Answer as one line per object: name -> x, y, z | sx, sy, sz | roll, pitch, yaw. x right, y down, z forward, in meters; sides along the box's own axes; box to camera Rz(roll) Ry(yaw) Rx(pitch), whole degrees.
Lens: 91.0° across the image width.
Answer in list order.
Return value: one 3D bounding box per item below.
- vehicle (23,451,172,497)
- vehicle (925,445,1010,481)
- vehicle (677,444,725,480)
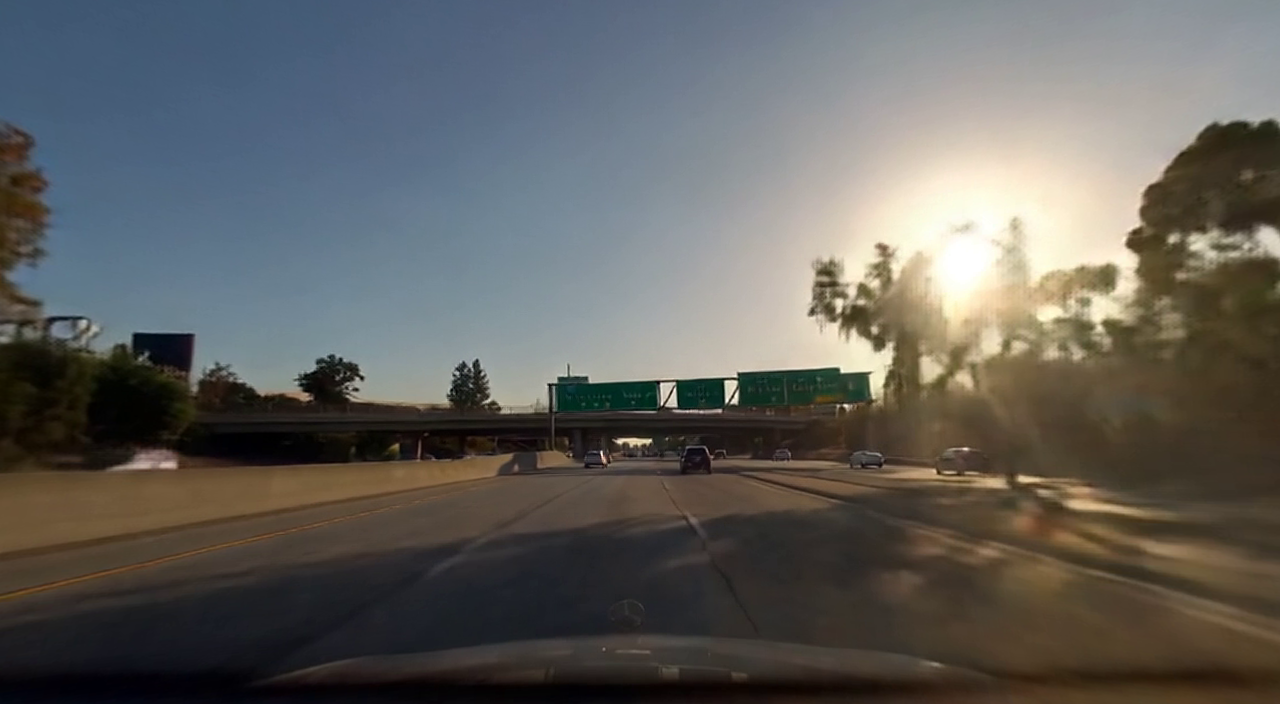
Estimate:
vehicle -> -22.974, 5.146, 27.009 | 2.057, 1.759, 4.861 | 0, -9, 0
vehicle -> 17.264, 5.854, 33.524 | 2.116, 1.754, 4.727 | 0, -9, 2
vehicle -> 3.255, 6.009, 34.632 | 2.147, 1.794, 4.538 | 0, -9, 0
